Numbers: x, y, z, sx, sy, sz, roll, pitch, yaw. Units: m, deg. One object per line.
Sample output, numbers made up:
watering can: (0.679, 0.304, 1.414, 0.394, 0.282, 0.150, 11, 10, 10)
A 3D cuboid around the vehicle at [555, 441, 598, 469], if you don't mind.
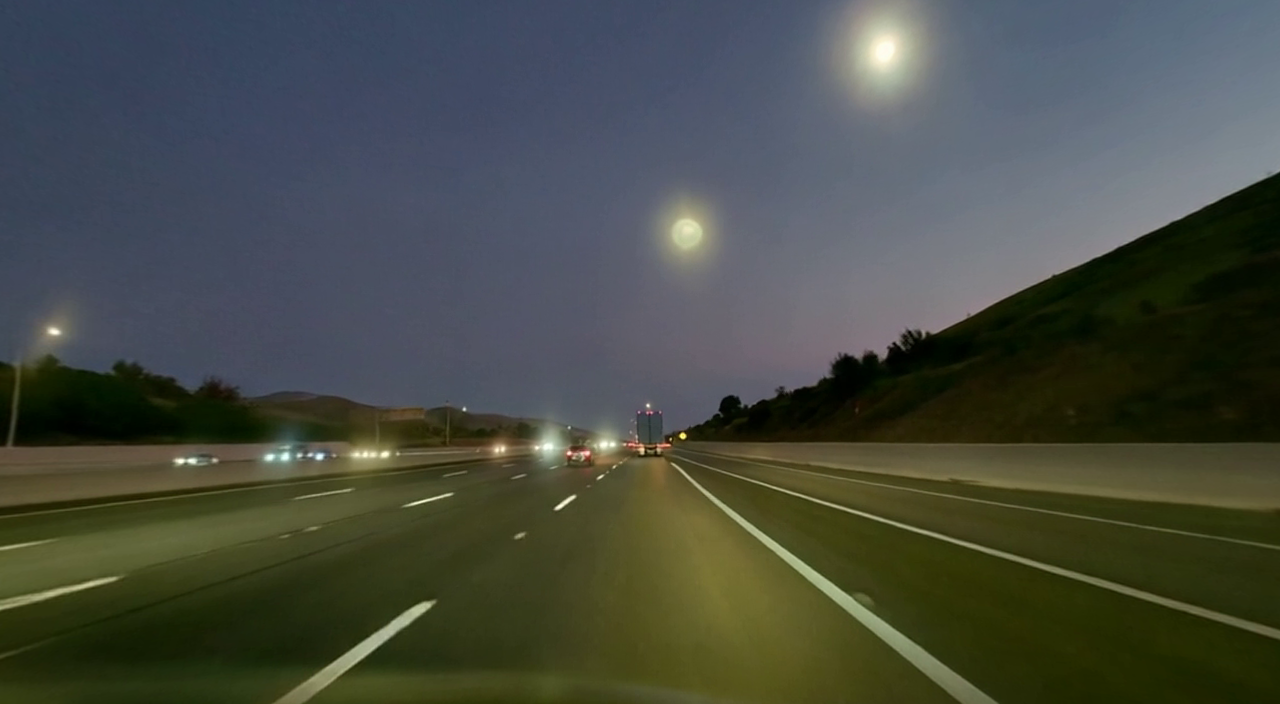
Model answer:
vehicle: (-3.590, 5.950, 36.481, 1.983, 1.508, 4.060, 0, -8, 1)
